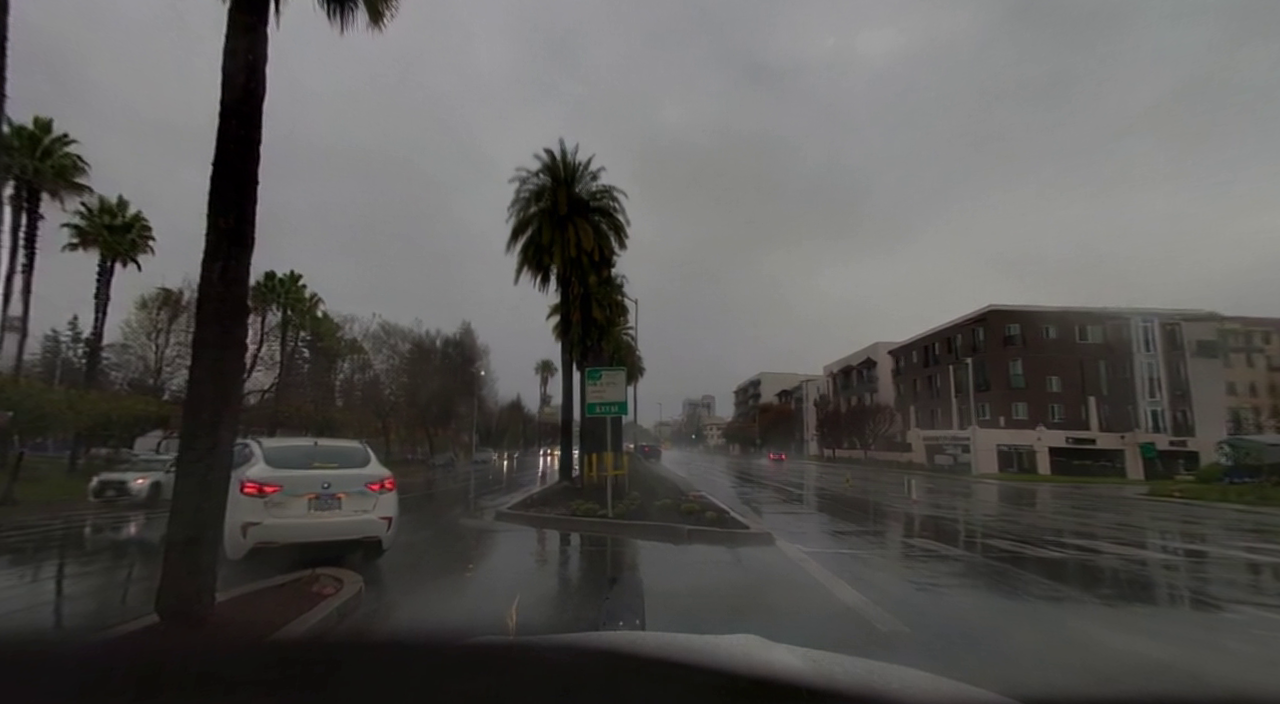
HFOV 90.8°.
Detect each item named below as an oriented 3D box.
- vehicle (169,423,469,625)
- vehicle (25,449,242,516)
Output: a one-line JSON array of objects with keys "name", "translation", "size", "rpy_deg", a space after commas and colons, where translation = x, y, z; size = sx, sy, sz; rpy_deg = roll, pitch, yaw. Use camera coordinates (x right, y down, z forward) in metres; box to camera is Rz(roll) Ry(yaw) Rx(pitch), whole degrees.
[{"name": "vehicle", "translation": [-3.801, 1.618, 7.035], "size": [1.986, 1.473, 4.382], "rpy_deg": [7, -11, -39]}, {"name": "vehicle", "translation": [-12.974, 3.324, 16.706], "size": [2.099, 1.464, 4.615], "rpy_deg": [0, -9, -4]}]
